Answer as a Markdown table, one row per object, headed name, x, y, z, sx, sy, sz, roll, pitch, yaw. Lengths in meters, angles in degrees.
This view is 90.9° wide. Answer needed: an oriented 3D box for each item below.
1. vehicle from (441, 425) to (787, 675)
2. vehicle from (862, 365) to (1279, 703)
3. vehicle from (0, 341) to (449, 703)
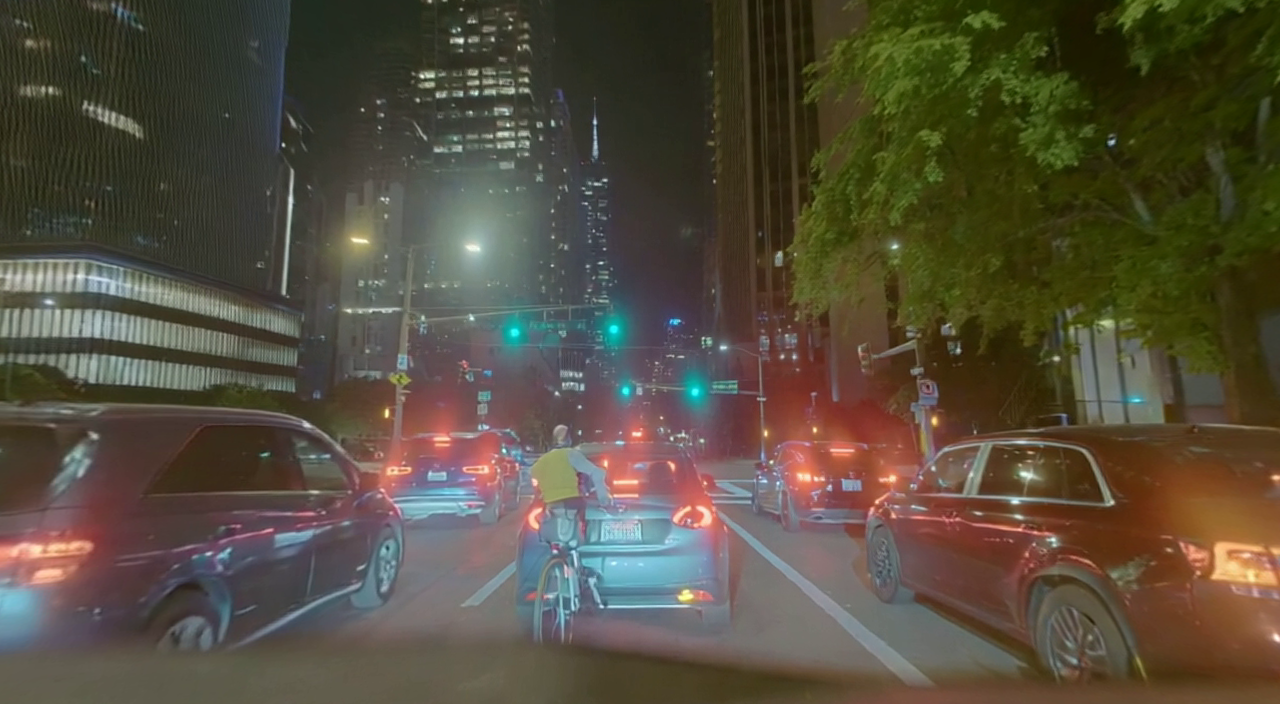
| name | x | y | z | sx | sy | sz | roll | pitch | yaw |
| --- | --- | --- | --- | --- | --- | --- | --- | --- | --- |
| vehicle | -0.155 | 1.450 | 5.672 | 2.031 | 1.461 | 3.763 | 0 | -8 | 0 |
| vehicle | 3.339 | 1.154 | 4.164 | 2.179 | 1.631 | 4.173 | 0 | -8 | 0 |
| vehicle | -3.133 | 1.150 | 4.288 | 2.181 | 1.723 | 4.550 | 0 | -8 | 1 |
